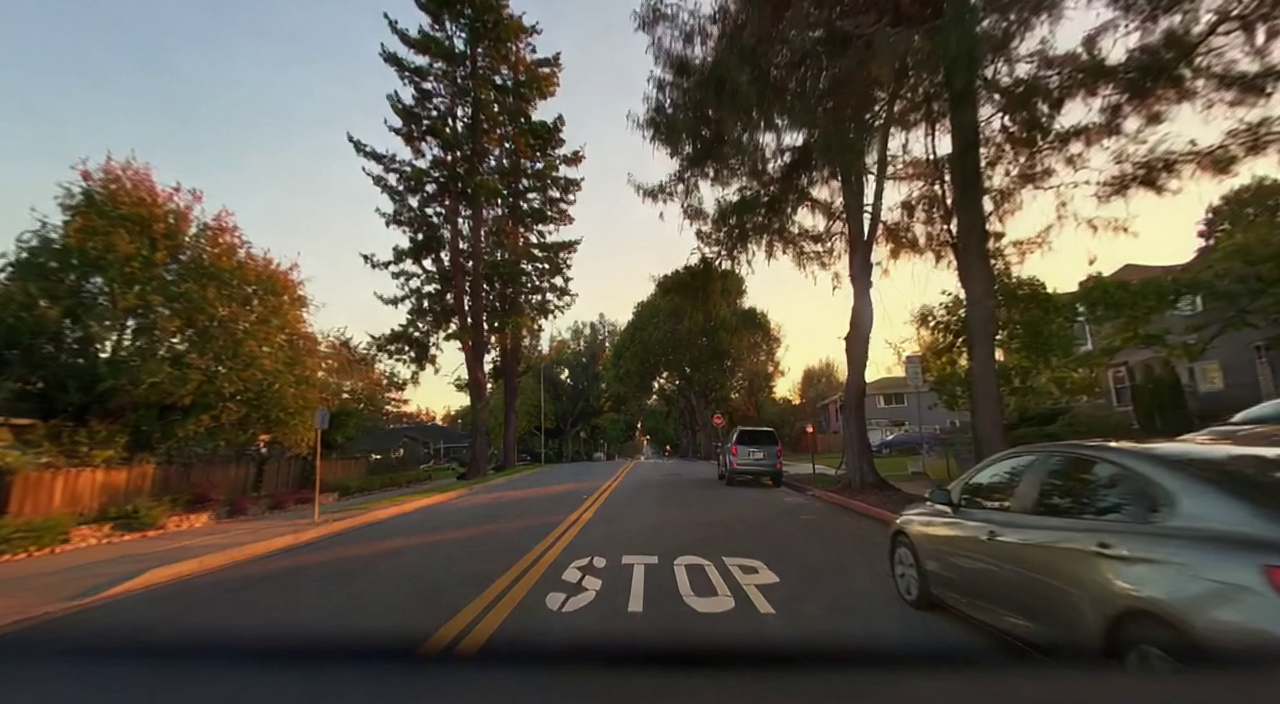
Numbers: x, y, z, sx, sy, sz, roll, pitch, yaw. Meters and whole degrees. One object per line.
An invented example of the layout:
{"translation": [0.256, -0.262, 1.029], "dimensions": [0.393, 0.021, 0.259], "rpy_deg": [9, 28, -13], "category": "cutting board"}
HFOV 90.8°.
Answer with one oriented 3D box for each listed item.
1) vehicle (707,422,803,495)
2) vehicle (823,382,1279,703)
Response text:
{"translation": [3.273, 3.155, 18.943], "dimensions": [2.109, 1.875, 4.488], "rpy_deg": [-1, -9, 1], "category": "vehicle"}
{"translation": [2.958, 1.151, 3.893], "dimensions": [1.969, 1.549, 5.038], "rpy_deg": [0, -9, -2], "category": "vehicle"}
